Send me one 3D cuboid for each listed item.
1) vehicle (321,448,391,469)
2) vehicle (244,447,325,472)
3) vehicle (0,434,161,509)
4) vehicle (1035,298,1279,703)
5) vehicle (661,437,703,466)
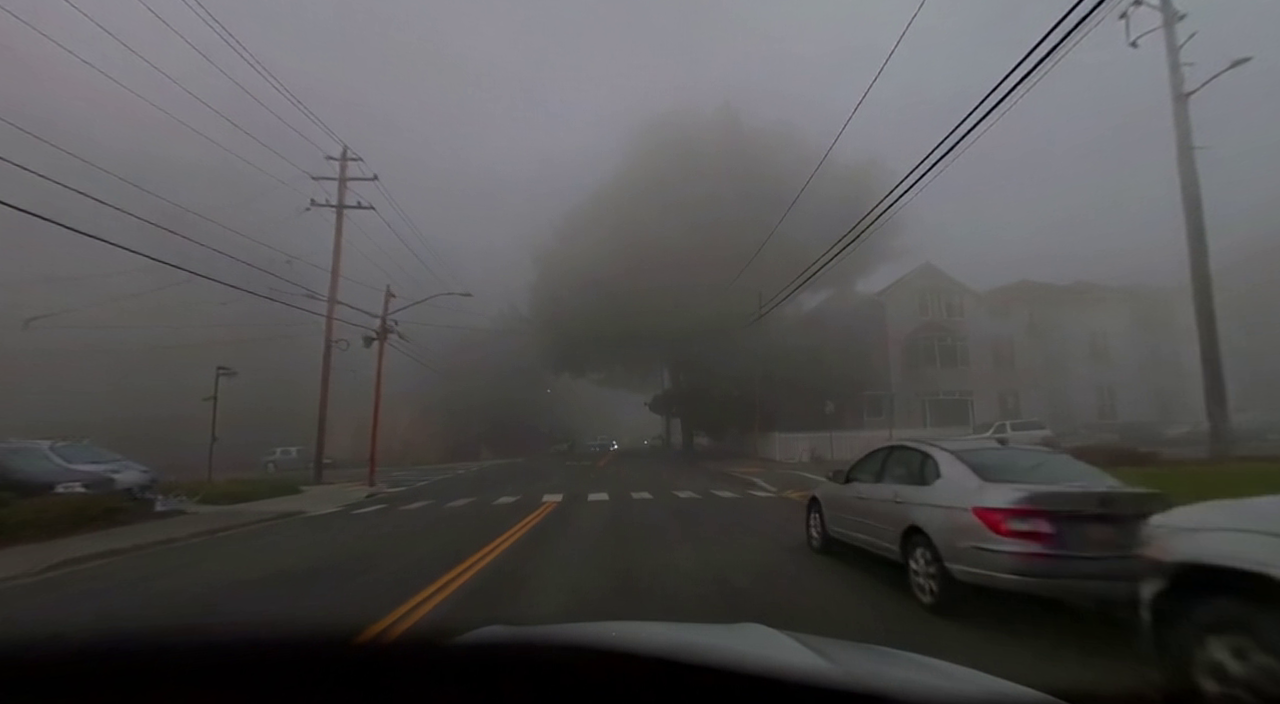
[{"bbox_3d":[-22.013,8.234,49.080,1.797,1.446,4.694,-4,-9,30],"label":"vehicle"},{"bbox_3d":[-25.042,7.597,44.654,1.814,1.462,4.703,-8,-10,30],"label":"vehicle"},{"bbox_3d":[-16.820,3.403,18.076,4.822,1.868,2.015,3,-10,-38],"label":"vehicle"},{"bbox_3d":[3.179,0.545,0.841,2.146,1.781,4.634,0,-9,-2],"label":"vehicle"},{"bbox_3d":[2.402,5.789,36.806,1.999,1.604,4.065,0,-9,-2],"label":"vehicle"}]
